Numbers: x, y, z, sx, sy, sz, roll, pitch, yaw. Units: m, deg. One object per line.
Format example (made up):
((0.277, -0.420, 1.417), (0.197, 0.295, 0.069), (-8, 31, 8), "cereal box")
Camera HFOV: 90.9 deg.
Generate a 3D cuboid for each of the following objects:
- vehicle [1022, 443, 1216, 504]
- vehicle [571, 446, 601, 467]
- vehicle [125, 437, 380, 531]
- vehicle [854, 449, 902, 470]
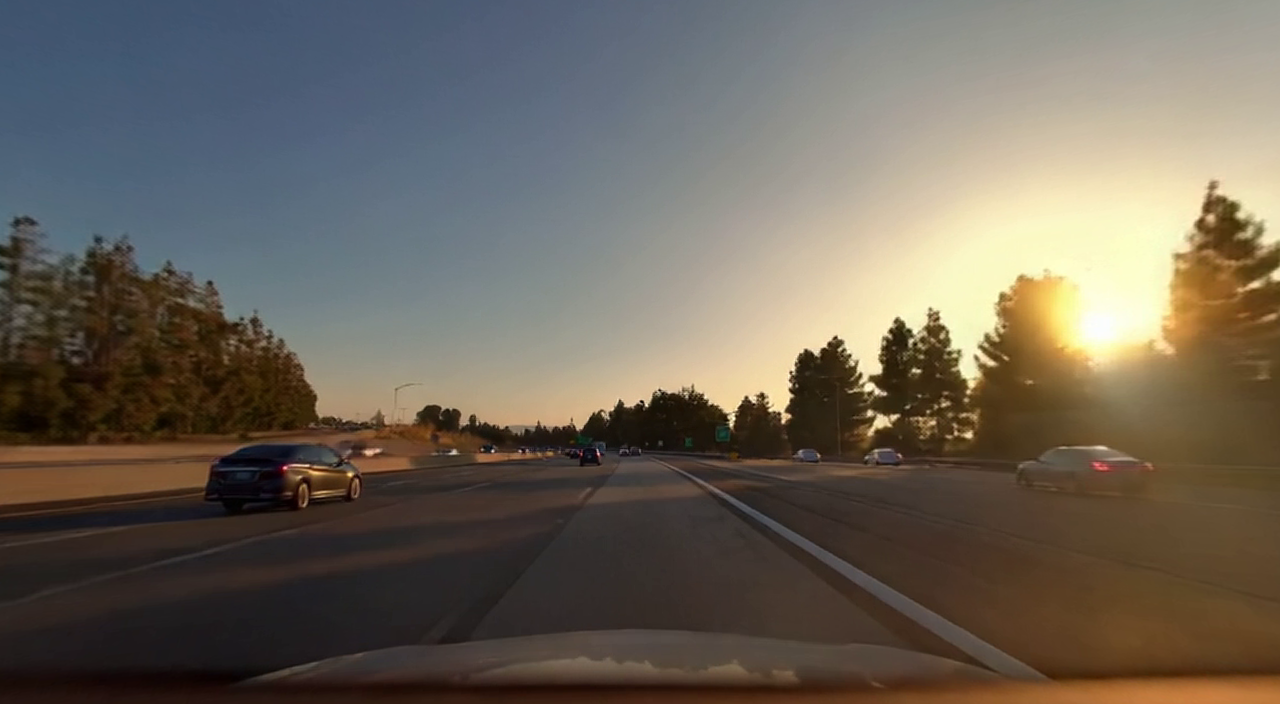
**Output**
((13.732, 3.467, 18.582), (2.201, 1.535, 4.735), (0, -8, 4), "vehicle")
((-4.009, 7.868, 47.592), (1.936, 1.465, 4.060), (0, -8, 0), "vehicle")
((-7.130, 2.448, 12.393), (2.038, 1.463, 4.656), (0, -8, 0), "vehicle")
((17.338, 7.829, 46.179), (1.950, 1.462, 4.391), (0, -8, 3), "vehicle")
